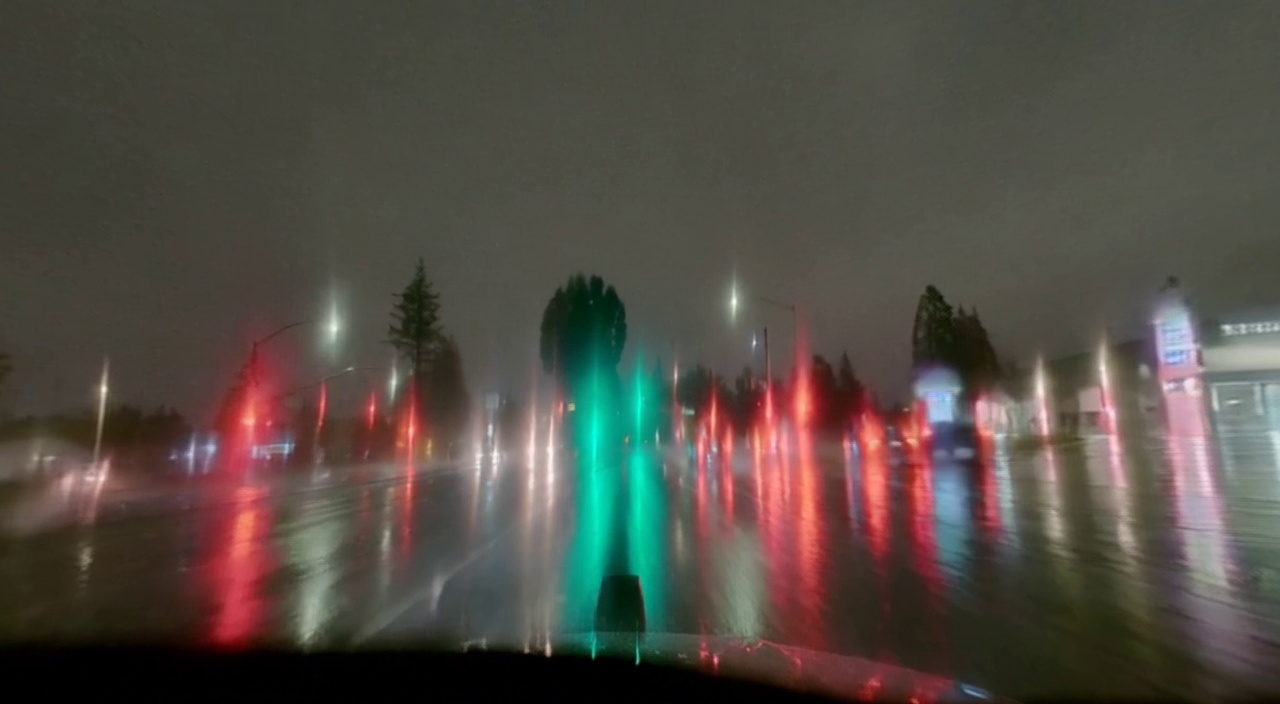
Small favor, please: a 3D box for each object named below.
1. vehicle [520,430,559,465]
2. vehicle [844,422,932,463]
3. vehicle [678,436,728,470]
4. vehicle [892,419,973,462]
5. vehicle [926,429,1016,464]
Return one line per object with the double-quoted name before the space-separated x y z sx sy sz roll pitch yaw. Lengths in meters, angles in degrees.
"vehicle" -6.463 6.089 40.524 2.270 2.068 5.517 1 -8 -10
"vehicle" 13.350 4.837 33.833 5.115 1.997 2.279 6 -11 -43
"vehicle" 3.037 4.986 31.395 1.961 1.580 4.020 0 -8 -2
"vehicle" 14.780 4.420 31.776 2.067 1.818 4.779 -11 -11 42
"vehicle" 14.944 4.241 28.501 3.552 1.484 1.883 4 -9 -29
